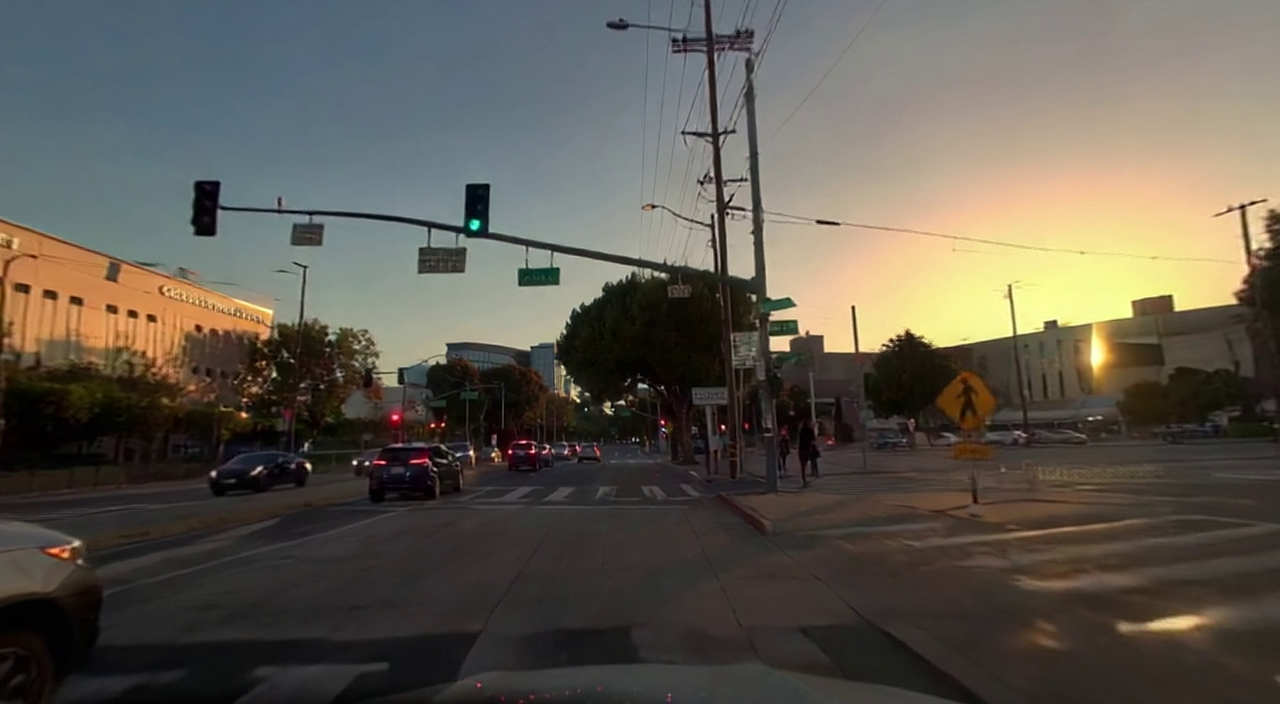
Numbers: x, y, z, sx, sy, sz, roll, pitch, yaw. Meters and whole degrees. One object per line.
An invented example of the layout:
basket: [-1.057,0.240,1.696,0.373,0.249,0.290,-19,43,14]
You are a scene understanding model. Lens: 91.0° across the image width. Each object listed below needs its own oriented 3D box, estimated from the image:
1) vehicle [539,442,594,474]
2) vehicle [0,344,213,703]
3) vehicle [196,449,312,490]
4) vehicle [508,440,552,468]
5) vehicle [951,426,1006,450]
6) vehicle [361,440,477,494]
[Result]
vehicle: [-3.596,5.279,31.660,2.147,1.472,4.406,0,-9,1]
vehicle: [-3.392,0.637,1.147,2.042,1.673,4.516,0,-9,0]
vehicle: [-16.004,4.854,26.459,2.000,1.527,4.786,0,-9,-2]
vehicle: [-6.864,6.420,39.675,2.012,1.664,3.917,0,-9,1]
vehicle: [24.549,6.252,45.776,1.690,1.559,3.521,4,-8,-10]
vehicle: [-6.672,3.505,19.638,1.960,1.479,4.654,0,-9,0]
